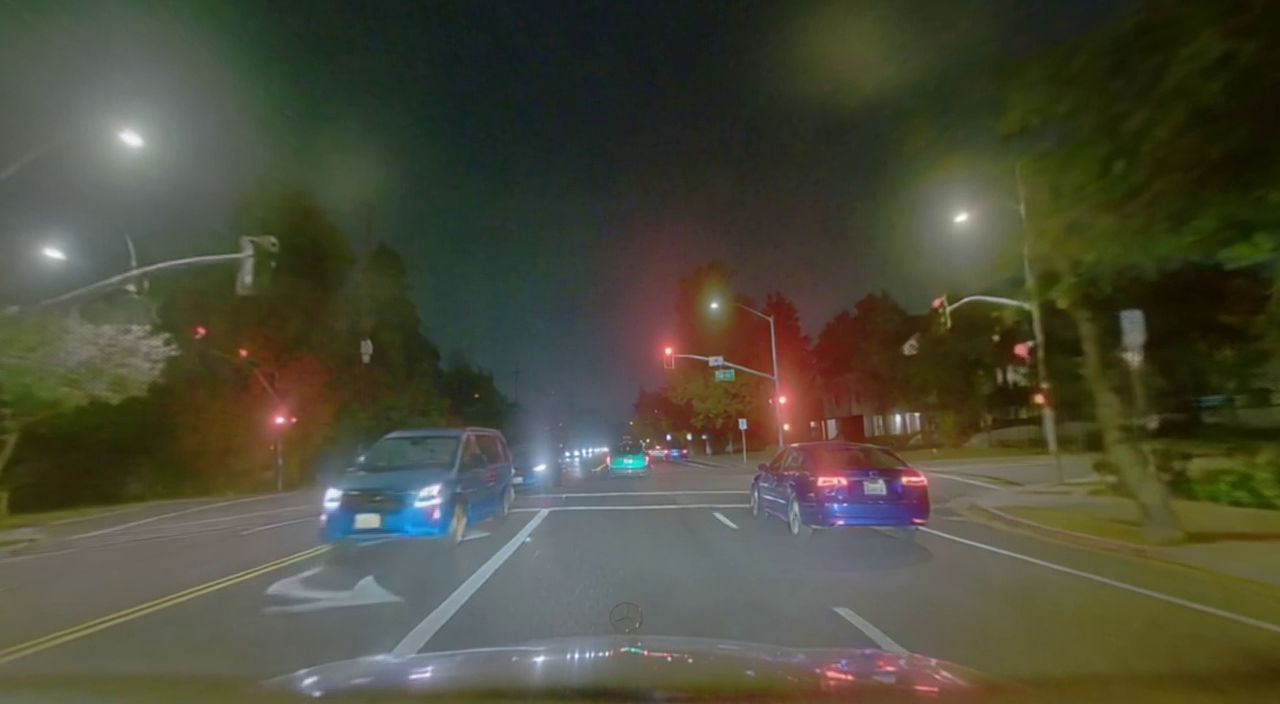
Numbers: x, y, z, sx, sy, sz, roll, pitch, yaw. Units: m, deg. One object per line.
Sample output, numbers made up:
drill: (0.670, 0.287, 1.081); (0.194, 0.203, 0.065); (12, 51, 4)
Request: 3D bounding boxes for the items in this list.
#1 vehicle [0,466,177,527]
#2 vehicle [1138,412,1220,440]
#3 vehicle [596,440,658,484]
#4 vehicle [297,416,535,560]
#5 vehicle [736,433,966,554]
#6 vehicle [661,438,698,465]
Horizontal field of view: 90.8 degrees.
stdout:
vehicle: (-18.149, 4.595, 20.469); (4.918, 1.698, 2.184); (-2, -8, 11)
vehicle: (33.462, 4.667, 39.360); (1.891, 1.644, 3.671); (0, -8, 1)
vehicle: (-0.514, 4.037, 23.523); (2.114, 1.483, 4.207); (0, -8, -2)
vehicle: (-3.189, 2.063, 10.538); (2.083, 1.741, 5.530); (0, -8, -2)
vehicle: (2.898, 2.036, 9.908); (1.973, 1.447, 4.402); (0, -8, -2)
vehicle: (2.840, 7.285, 46.390); (2.187, 1.847, 4.553); (0, -8, -3)
